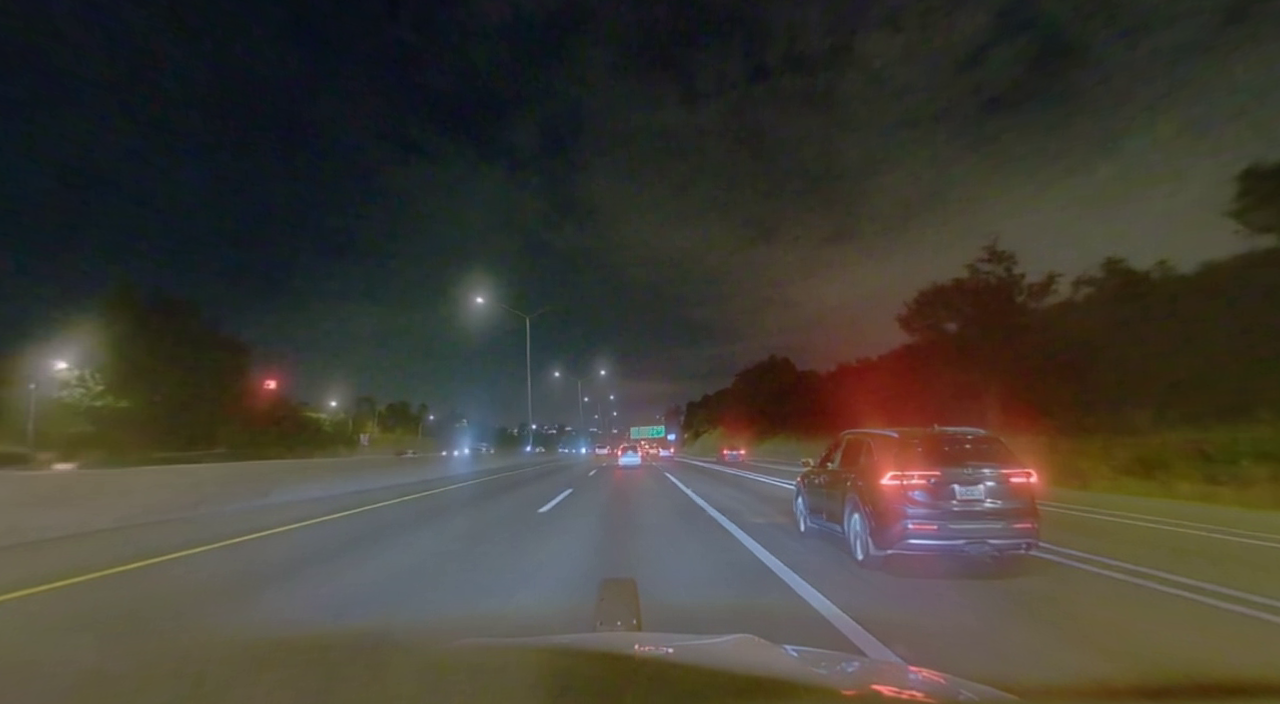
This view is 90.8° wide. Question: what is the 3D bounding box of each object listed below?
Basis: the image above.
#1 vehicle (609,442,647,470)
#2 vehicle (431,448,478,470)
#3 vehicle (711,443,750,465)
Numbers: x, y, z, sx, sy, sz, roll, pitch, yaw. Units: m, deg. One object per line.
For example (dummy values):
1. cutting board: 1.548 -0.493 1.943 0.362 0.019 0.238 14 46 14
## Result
1. vehicle: -0.696 5.845 35.685 1.985 1.457 4.227 0 -8 -2
2. vehicle: -13.692 7.887 46.861 2.147 1.491 4.725 0 -8 -1
3. vehicle: 6.406 7.270 45.228 1.935 1.478 4.433 0 -8 -2
